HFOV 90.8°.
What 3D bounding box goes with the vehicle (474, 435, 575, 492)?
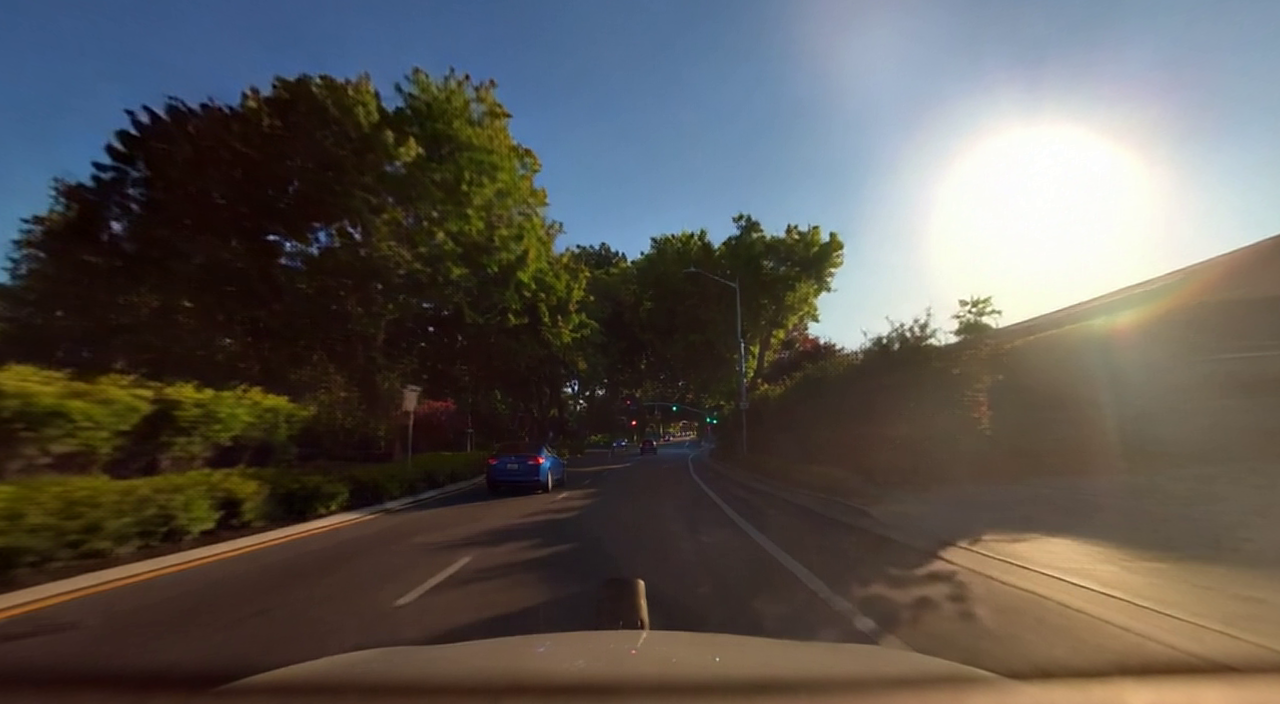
[{"bbox_3d":[-3.314,3.331,19.217,2.038,1.486,4.678,0,-9,2],"label":"vehicle"}]
